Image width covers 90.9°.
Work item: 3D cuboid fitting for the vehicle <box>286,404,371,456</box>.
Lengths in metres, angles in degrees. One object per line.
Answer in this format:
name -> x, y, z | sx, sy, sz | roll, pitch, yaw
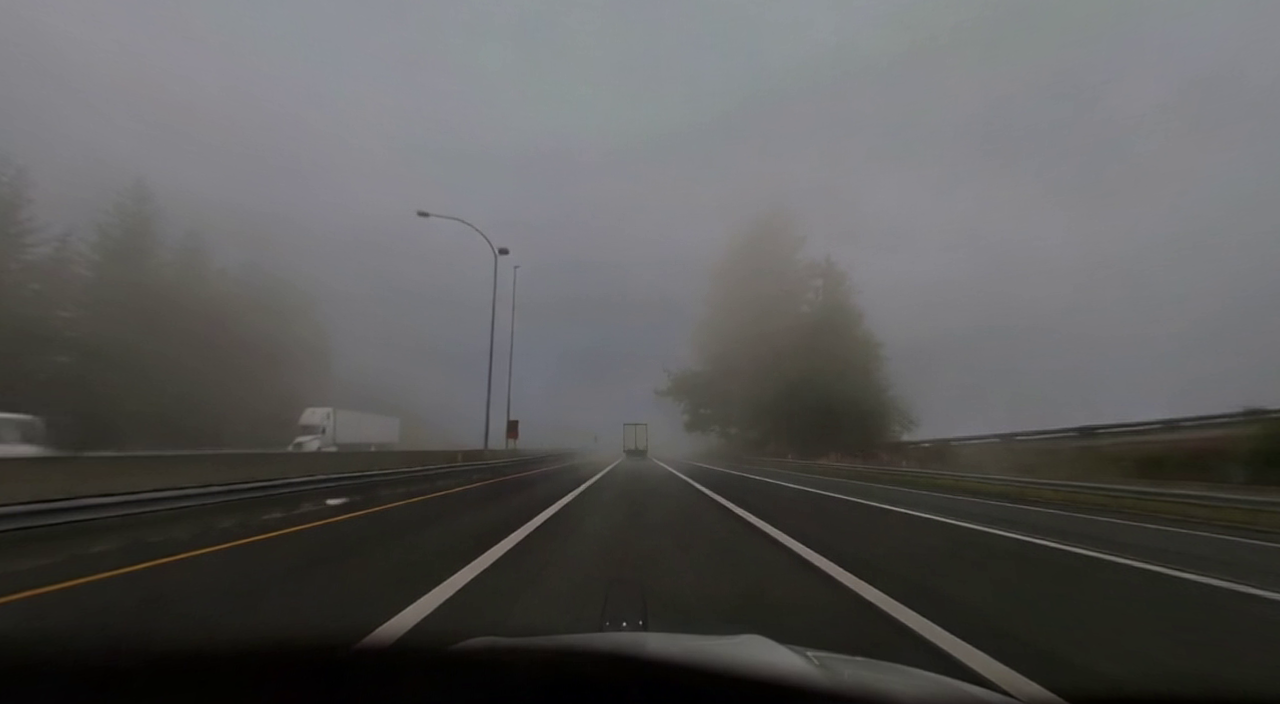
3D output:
vehicle -> -24.155, 6.233, 49.353 | 2.766, 3.715, 7.293 | 0, -9, 0
